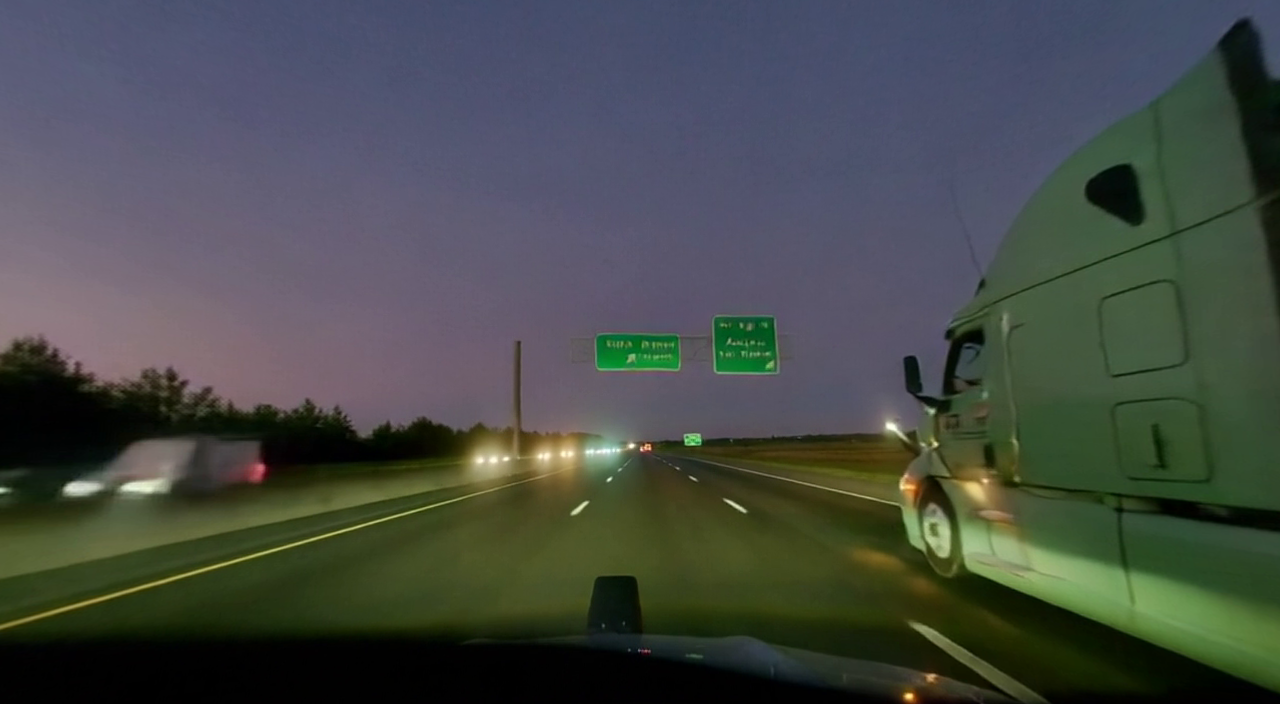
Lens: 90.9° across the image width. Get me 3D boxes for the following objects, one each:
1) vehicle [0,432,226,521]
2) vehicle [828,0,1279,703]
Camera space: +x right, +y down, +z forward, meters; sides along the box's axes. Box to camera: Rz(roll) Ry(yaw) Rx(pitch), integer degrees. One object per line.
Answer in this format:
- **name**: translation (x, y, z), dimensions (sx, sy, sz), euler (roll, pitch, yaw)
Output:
- **vehicle**: translation (-11.625, 2.607, 13.729), dimensions (1.992, 1.576, 4.708), euler (0, -9, 0)
- **vehicle**: translation (4.019, 0.200, 5.114), dimensions (3.051, 3.968, 5.943), euler (0, -9, 0)
